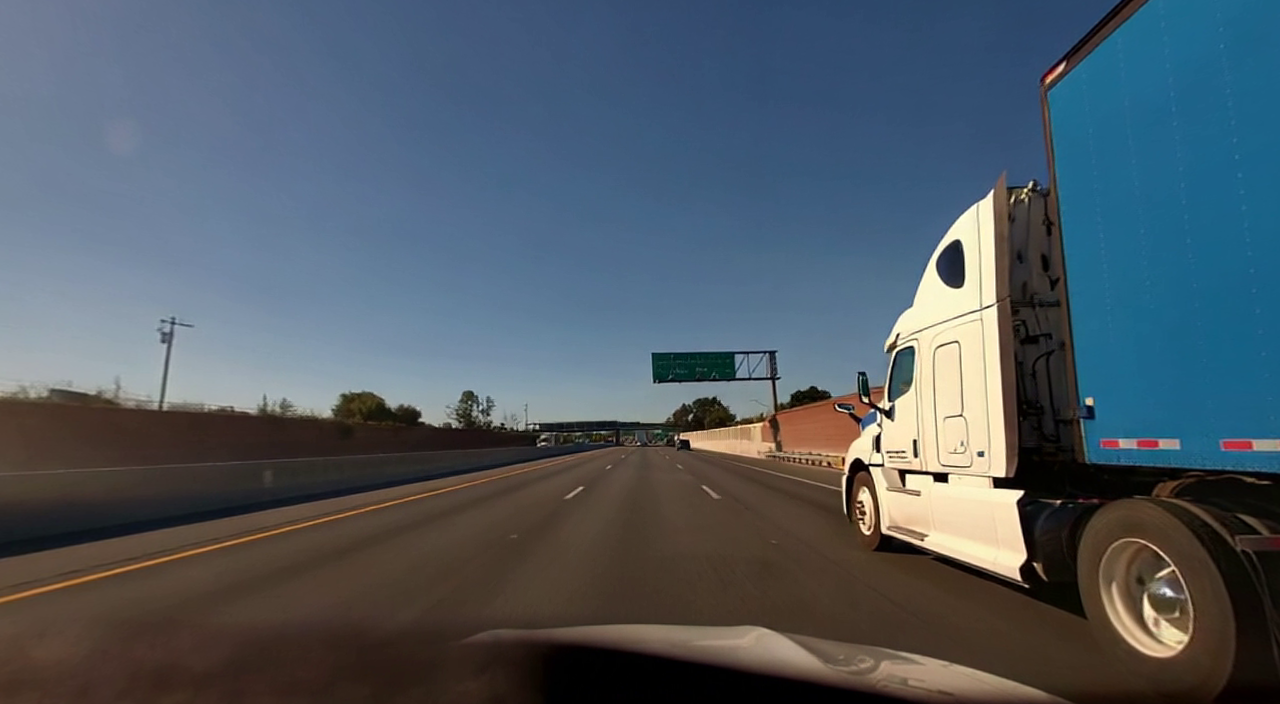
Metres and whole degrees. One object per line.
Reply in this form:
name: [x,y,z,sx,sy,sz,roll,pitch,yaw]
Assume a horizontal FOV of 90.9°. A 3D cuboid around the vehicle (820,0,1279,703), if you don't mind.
vehicle: [3.762,-0.106,3.224,3.012,3.768,8.945,0,-8,0]
